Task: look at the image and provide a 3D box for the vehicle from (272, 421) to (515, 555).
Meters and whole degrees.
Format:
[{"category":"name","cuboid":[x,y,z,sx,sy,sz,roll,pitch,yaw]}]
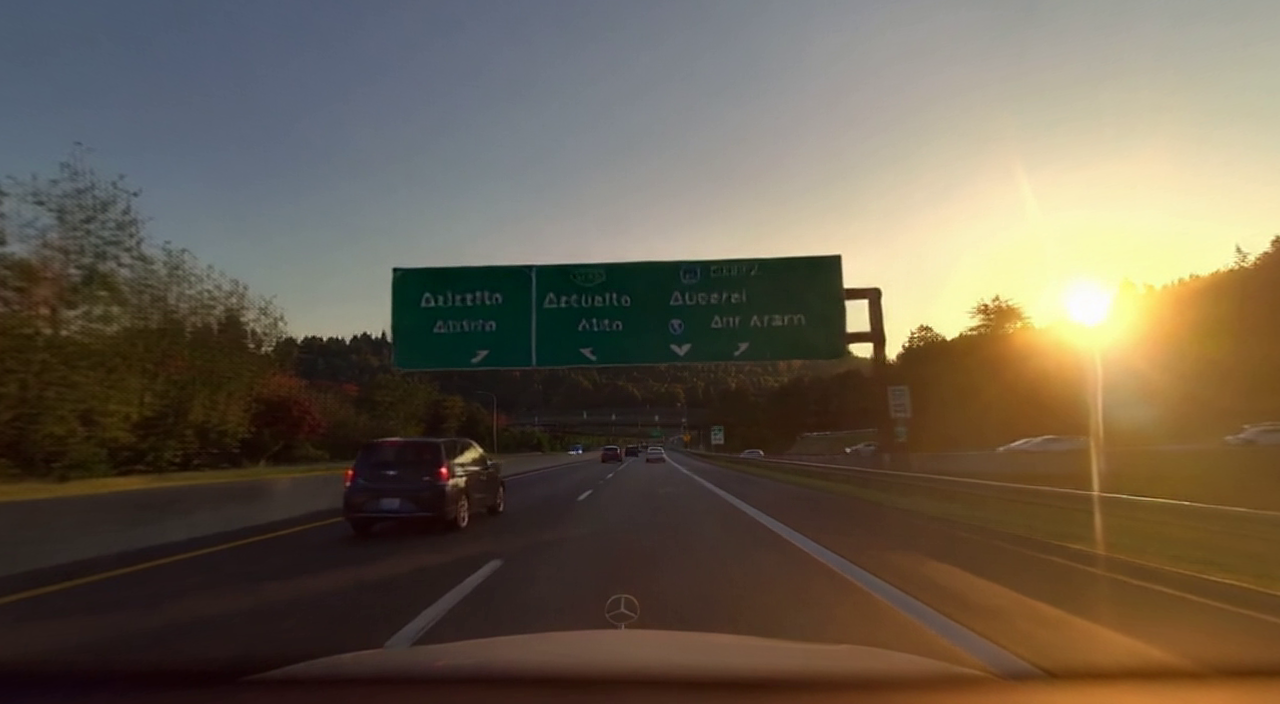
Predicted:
[{"category":"vehicle","cuboid":[-3.486,2.007,10.001,2.037,1.638,4.274,0,-9,1]}]
